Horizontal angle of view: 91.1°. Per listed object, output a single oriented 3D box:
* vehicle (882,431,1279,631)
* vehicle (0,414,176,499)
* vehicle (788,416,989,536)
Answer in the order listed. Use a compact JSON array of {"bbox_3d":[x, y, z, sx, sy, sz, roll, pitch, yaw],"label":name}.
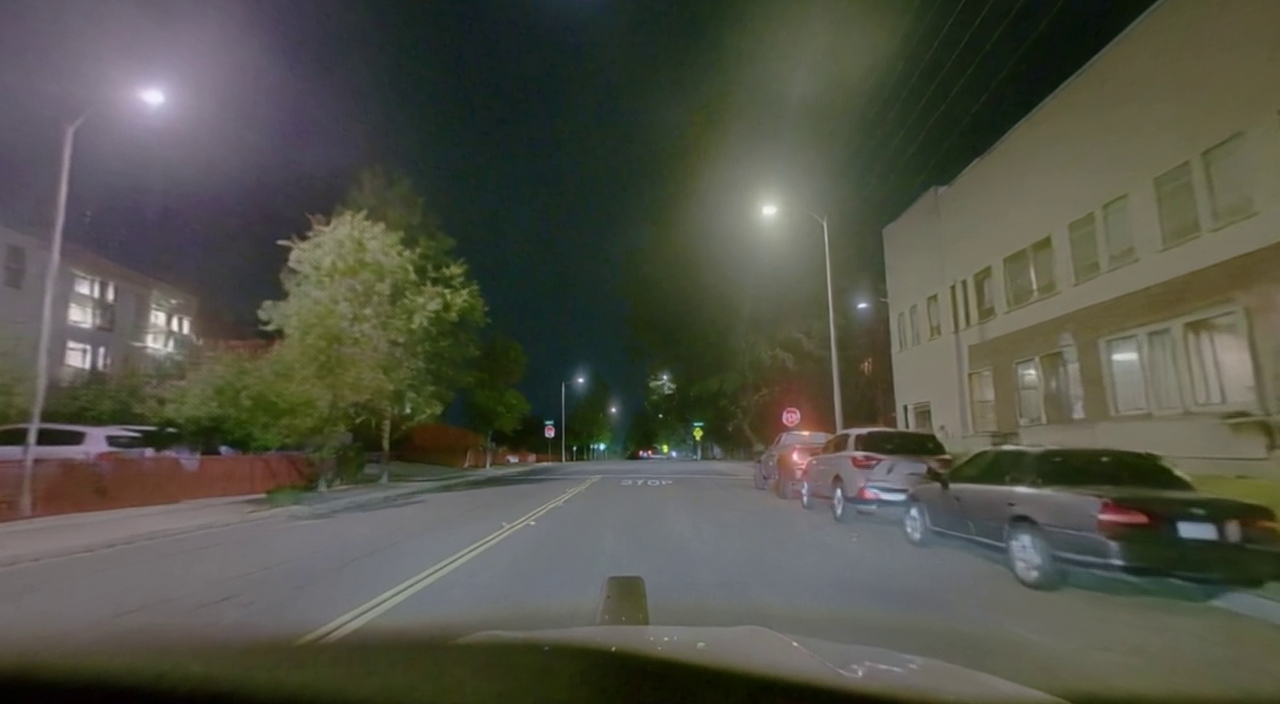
[{"bbox_3d":[4.417,1.677,6.959,1.801,1.491,4.308,0,-8,1],"label":"vehicle"},{"bbox_3d":[-15.860,2.708,16.460,5.525,2.057,2.256,0,-8,1],"label":"vehicle"},{"bbox_3d":[4.394,2.263,12.067,2.041,1.838,4.524,0,-8,1],"label":"vehicle"}]
